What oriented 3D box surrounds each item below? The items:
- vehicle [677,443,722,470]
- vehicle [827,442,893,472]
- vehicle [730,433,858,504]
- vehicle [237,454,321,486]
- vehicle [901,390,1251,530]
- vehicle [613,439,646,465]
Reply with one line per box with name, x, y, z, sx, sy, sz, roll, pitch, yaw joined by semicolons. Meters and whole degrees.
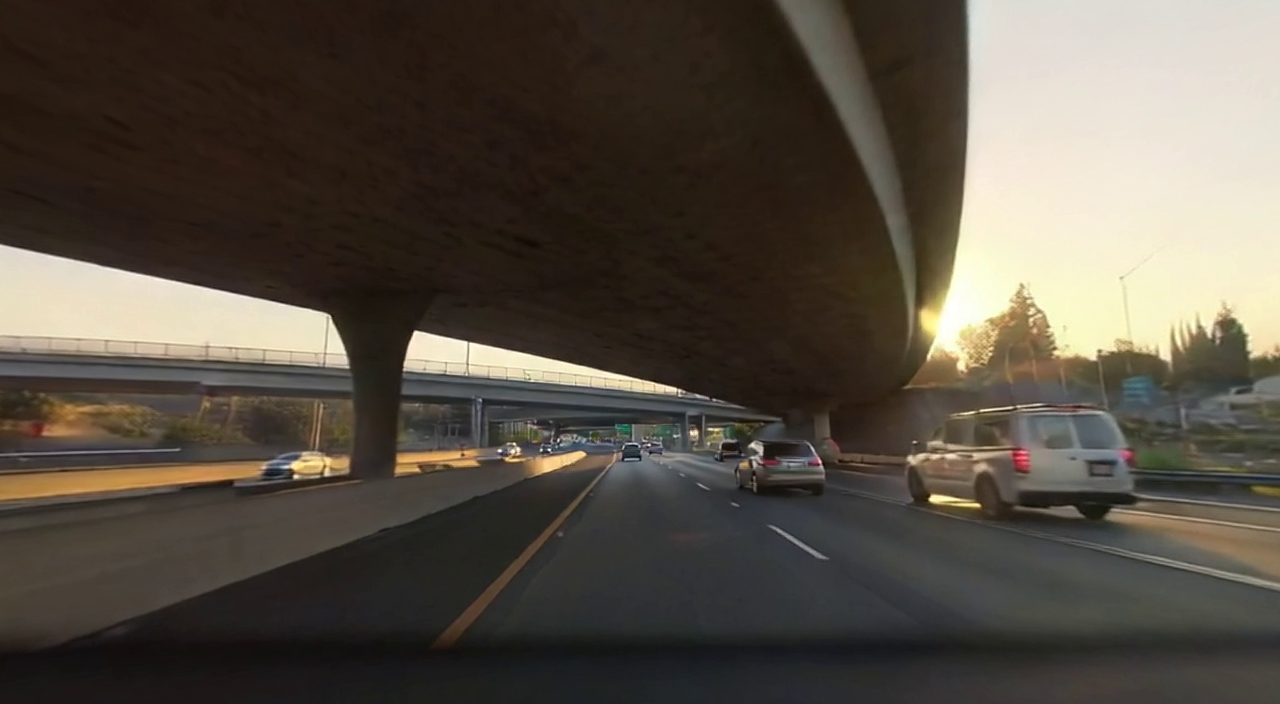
vehicle;3.384;6.018;36.586;1.967;1.423;4.503;0;-8;-2
vehicle;11.434;5.467;33.131;1.852;1.463;4.156;0;-8;-1
vehicle;3.806;2.977;16.655;2.005;1.585;4.863;0;-8;-2
vehicle;-19.009;6.209;33.524;1.812;1.471;4.520;0;-8;0
vehicle;7.648;2.023;12.311;2.448;2.042;5.959;0;-8;-1
vehicle;-0.761;7.152;45.439;2.256;1.743;4.189;0;-8;-1
